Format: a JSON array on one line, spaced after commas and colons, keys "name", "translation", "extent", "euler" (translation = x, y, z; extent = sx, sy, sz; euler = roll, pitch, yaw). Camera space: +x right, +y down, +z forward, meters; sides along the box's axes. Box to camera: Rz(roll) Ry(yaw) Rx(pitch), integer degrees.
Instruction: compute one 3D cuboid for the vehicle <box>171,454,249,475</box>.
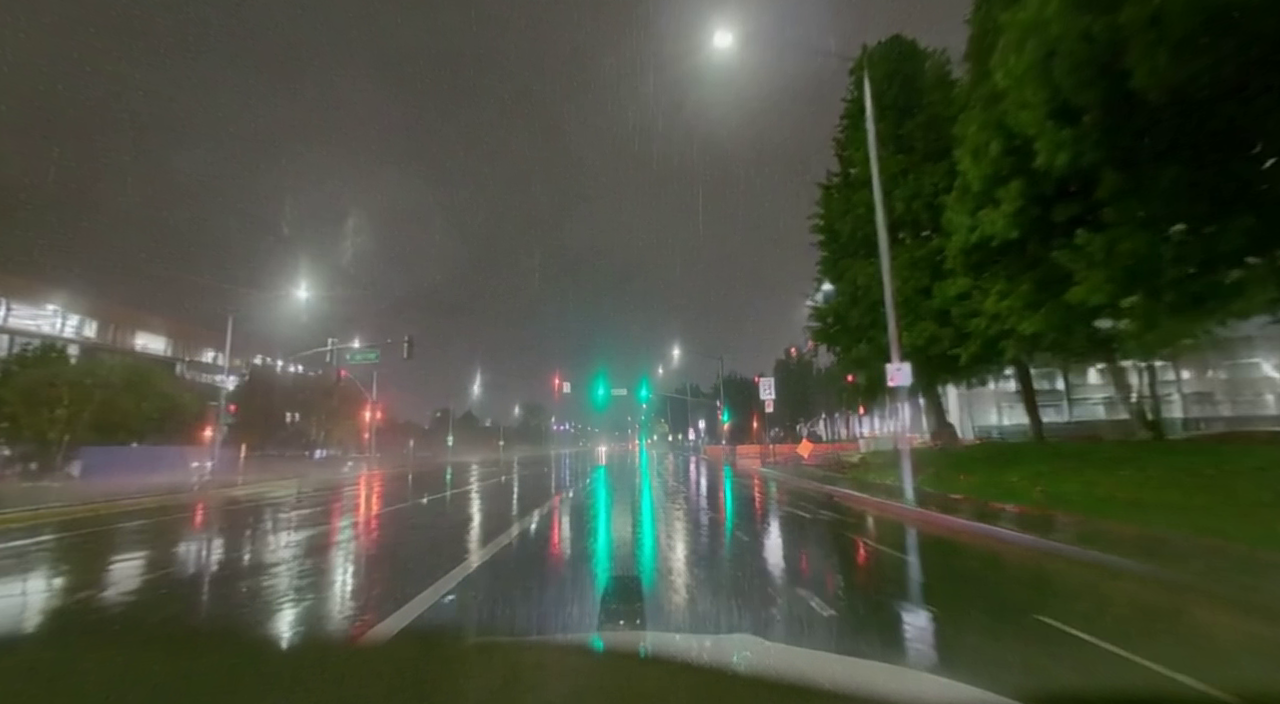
[{"name": "vehicle", "translation": [-32.978, 8.616, 48.519], "extent": [4.530, 1.540, 2.057], "euler": [-1, -8, 4]}]
